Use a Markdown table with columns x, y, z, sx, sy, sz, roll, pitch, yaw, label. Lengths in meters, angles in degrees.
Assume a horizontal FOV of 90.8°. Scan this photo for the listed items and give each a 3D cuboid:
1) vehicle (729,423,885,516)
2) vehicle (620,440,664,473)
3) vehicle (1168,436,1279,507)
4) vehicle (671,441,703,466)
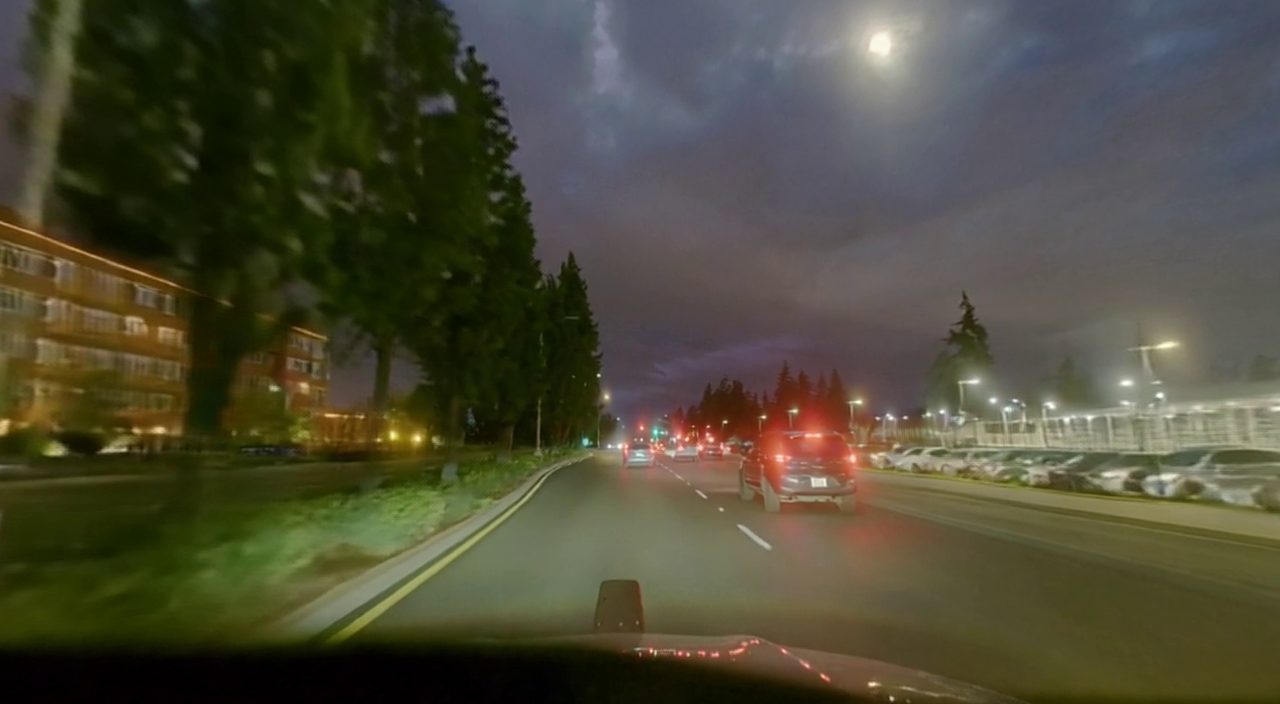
| x | y | z | sx | sy | sz | roll | pitch | yaw | label |
| --- | --- | --- | --- | --- | --- | --- | --- | --- | --- |
| 3.598 | 2.667 | 14.786 | 2.235 | 1.806 | 4.818 | 0 | -9 | -1 | vehicle |
| 0.049 | 5.306 | 32.242 | 2.145 | 1.572 | 4.021 | 0 | -9 | -1 | vehicle |
| 17.435 | 3.297 | 17.695 | 4.612 | 1.747 | 2.183 | 4 | -10 | -26 | vehicle |
| 3.515 | 7.654 | 47.684 | 1.976 | 1.725 | 4.159 | 0 | -9 | -1 | vehicle |
